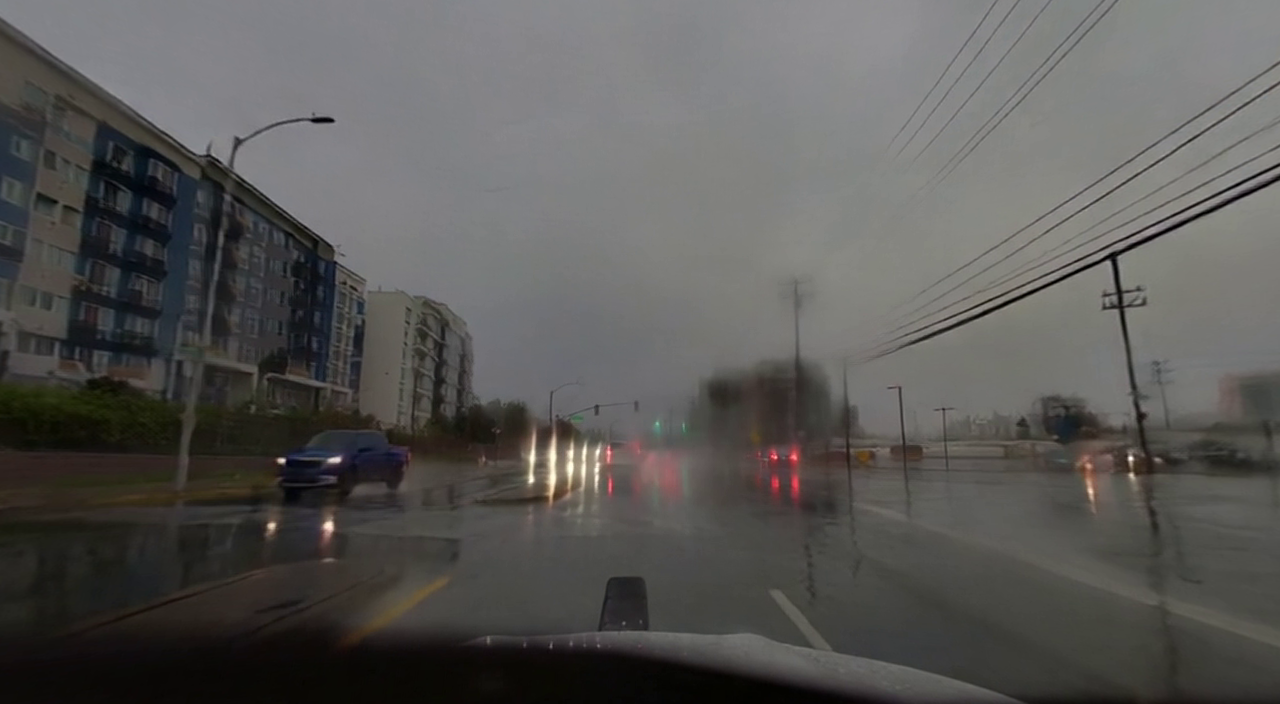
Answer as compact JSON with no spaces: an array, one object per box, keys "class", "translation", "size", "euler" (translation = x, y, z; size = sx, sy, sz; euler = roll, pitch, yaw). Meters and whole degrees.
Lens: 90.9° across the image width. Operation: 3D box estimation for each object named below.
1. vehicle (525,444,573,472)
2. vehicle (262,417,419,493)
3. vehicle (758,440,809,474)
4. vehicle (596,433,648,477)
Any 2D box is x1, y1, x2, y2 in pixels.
[{"class":"vehicle","translation":[-5.261,6.164,36.834],"size":[1.973,1.502,4.275],"euler":[-1,-8,3]},{"class":"vehicle","translation":[-9.013,3.164,19.623],"size":[2.393,2.059,4.739],"euler":[-1,-8,2]},{"class":"vehicle","translation":[8.031,5.896,35.663],"size":[1.952,1.749,4.311],"euler":[-1,-8,2]},{"class":"vehicle","translation":[-0.814,4.561,28.260],"size":[2.160,1.786,4.702],"euler":[0,-8,-2]}]
